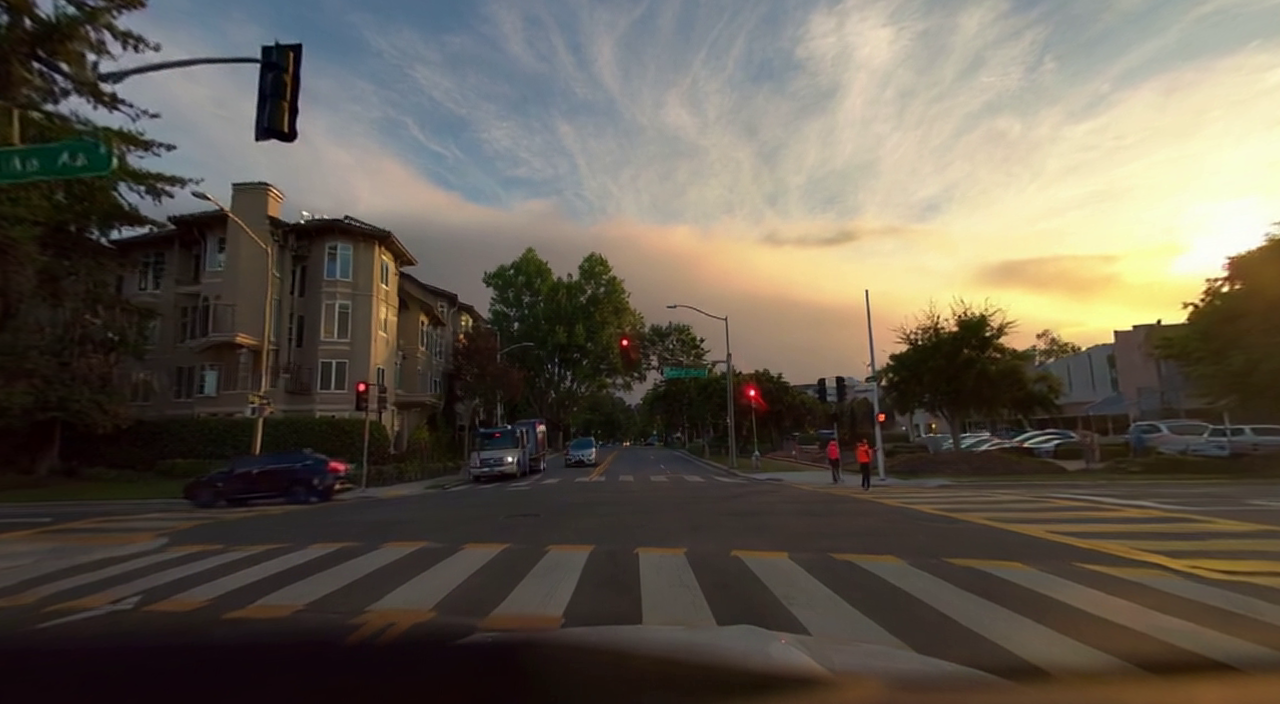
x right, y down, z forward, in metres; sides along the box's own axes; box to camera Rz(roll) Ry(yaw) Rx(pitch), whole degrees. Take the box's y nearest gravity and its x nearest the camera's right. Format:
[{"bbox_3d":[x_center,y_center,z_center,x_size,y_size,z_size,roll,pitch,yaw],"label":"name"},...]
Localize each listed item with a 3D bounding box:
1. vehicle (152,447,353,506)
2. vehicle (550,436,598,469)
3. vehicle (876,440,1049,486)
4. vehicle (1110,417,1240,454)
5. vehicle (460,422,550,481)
[{"bbox_3d":[-11.082,3.570,18.330,4.497,1.579,1.952,0,-9,-1],"label":"vehicle"},{"bbox_3d":[-3.700,5.762,36.338,2.302,1.708,4.764,0,-8,-1],"label":"vehicle"},{"bbox_3d":[11.268,3.892,22.427,5.158,1.470,2.012,-4,-10,26],"label":"vehicle"},{"bbox_3d":[33.326,5.213,39.481,5.969,2.225,2.458,0,-9,-3],"label":"vehicle"},{"bbox_3d":[-6.434,4.885,31.277,2.896,2.560,7.322,0,-8,-1],"label":"vehicle"}]
